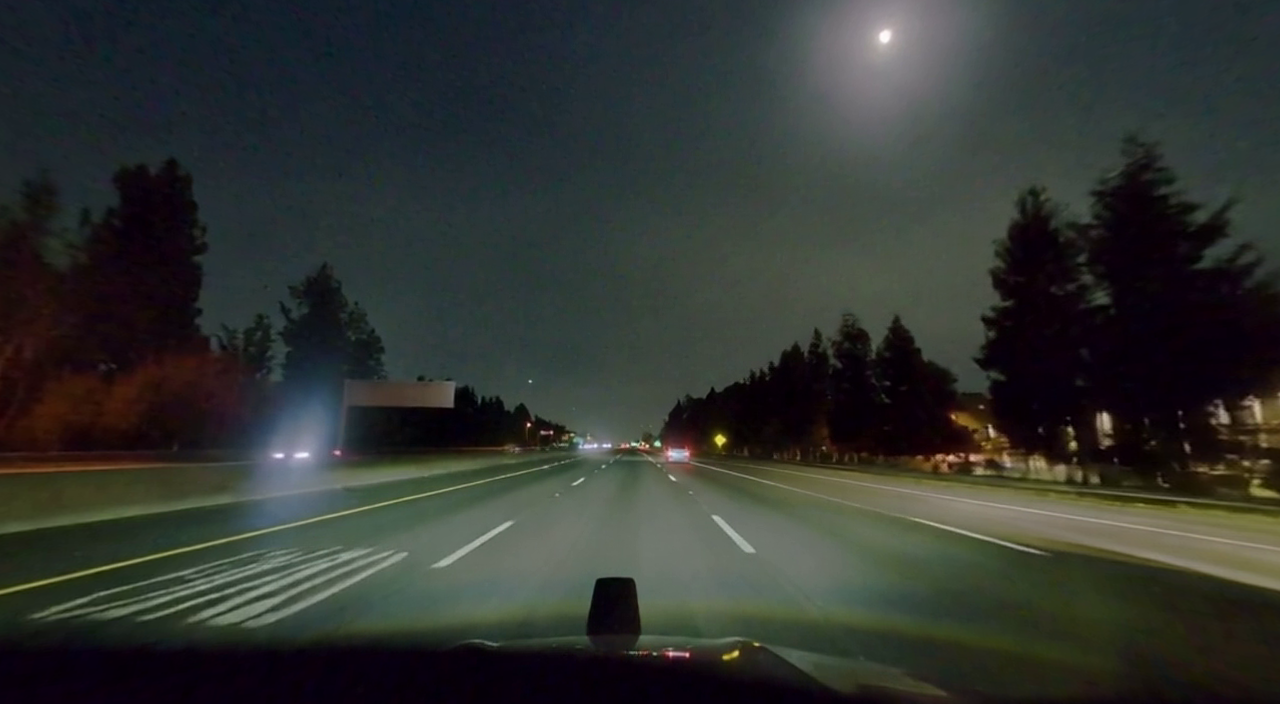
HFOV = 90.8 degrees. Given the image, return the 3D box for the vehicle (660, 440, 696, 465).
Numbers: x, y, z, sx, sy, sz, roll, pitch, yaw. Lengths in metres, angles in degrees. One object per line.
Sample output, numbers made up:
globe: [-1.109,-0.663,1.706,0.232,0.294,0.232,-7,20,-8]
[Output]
vehicle: [2.675,7.258,45.537,2.127,1.692,4.382,0,-9,-2]

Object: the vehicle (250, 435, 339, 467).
vehicle: [-17.696,5.080,32.610,1.921,1.521,4.613,0,-9,1]
